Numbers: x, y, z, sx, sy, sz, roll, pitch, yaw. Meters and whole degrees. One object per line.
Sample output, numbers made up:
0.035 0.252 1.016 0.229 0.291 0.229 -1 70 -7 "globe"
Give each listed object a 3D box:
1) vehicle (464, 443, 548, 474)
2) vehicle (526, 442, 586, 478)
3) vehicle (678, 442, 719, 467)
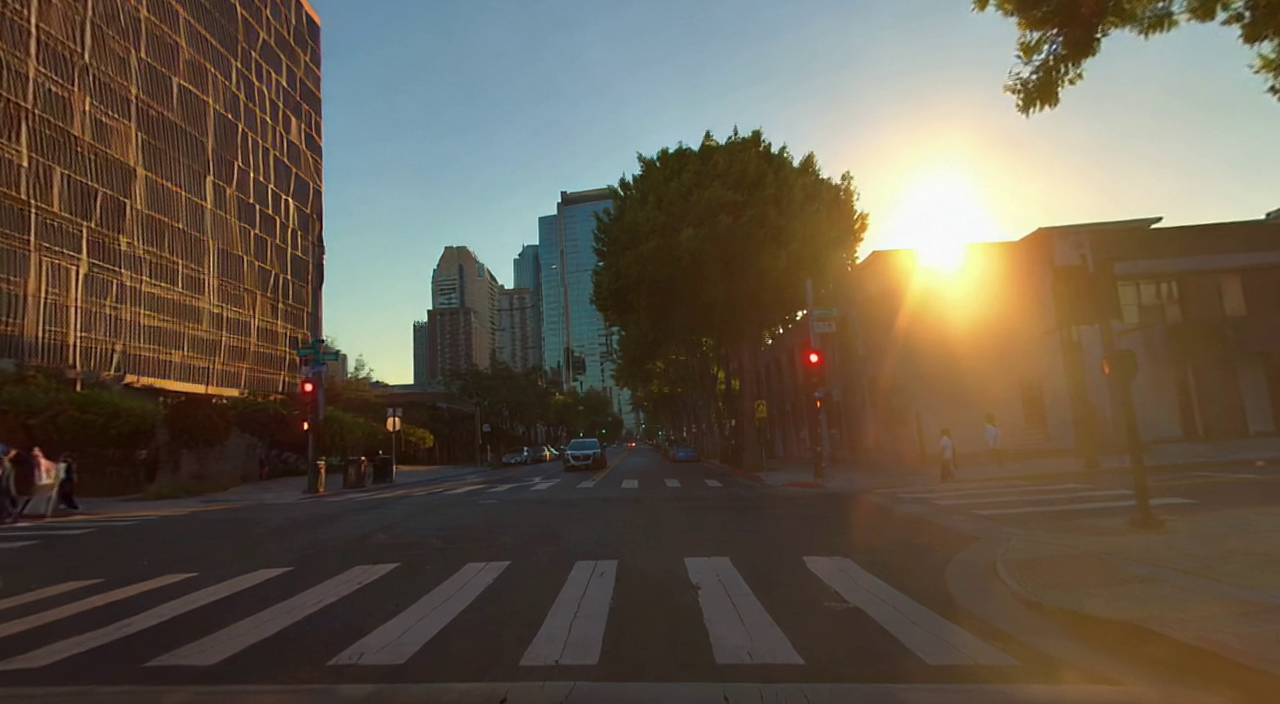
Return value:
-8.024 6.365 38.017 1.963 1.726 4.526 -8 -12 44 "vehicle"
-3.670 4.817 28.454 1.989 1.481 4.500 0 -8 1 "vehicle"
3.540 6.283 38.866 1.853 1.426 4.160 1 -8 -3 "vehicle"
